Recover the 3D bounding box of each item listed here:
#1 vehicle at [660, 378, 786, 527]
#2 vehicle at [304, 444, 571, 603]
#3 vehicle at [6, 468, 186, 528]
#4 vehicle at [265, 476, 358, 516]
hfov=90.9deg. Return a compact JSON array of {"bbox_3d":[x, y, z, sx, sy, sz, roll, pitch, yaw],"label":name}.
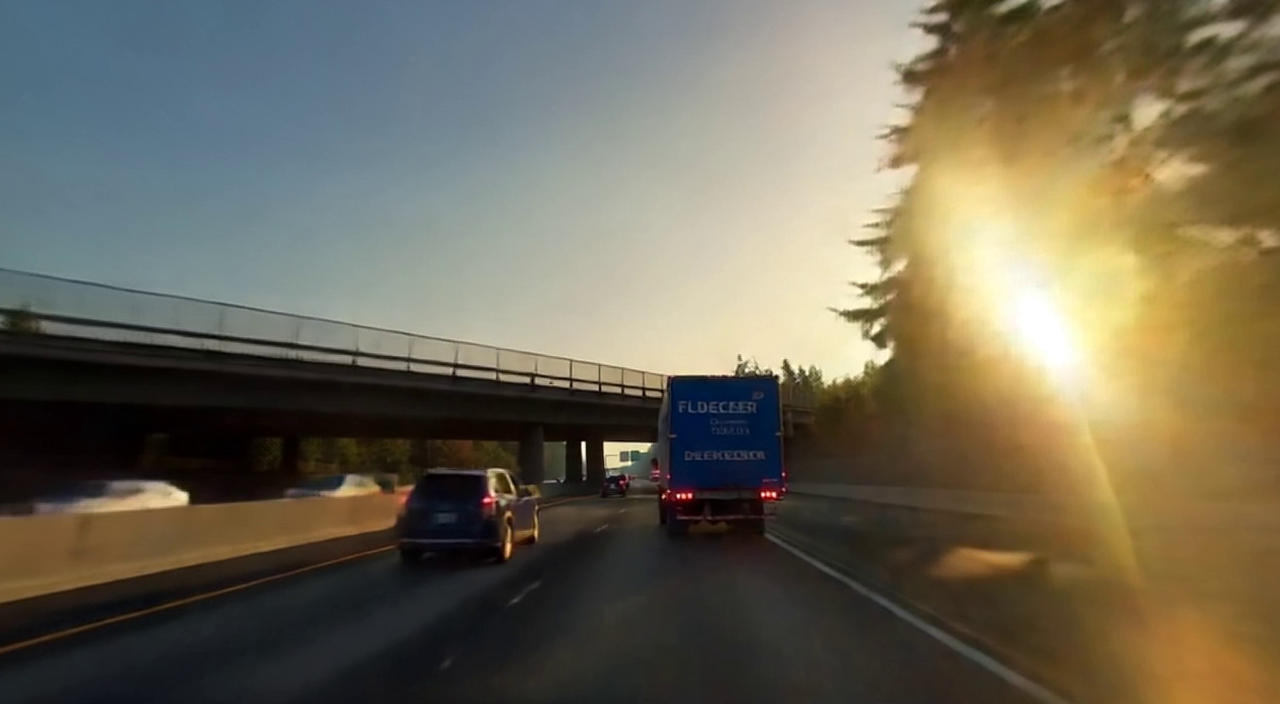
[{"bbox_3d":[2.298,3.453,21.149,2.980,3.834,9.423,1,-10,0],"label":"vehicle"},{"bbox_3d":[-2.461,2.298,9.284,2.124,1.653,4.857,0,-10,2],"label":"vehicle"},{"bbox_3d":[-19.923,5.319,23.489,2.137,1.935,4.886,0,-10,2],"label":"vehicle"},{"bbox_3d":[-14.986,6.566,29.058,1.905,1.629,4.146,0,-10,1],"label":"vehicle"}]
